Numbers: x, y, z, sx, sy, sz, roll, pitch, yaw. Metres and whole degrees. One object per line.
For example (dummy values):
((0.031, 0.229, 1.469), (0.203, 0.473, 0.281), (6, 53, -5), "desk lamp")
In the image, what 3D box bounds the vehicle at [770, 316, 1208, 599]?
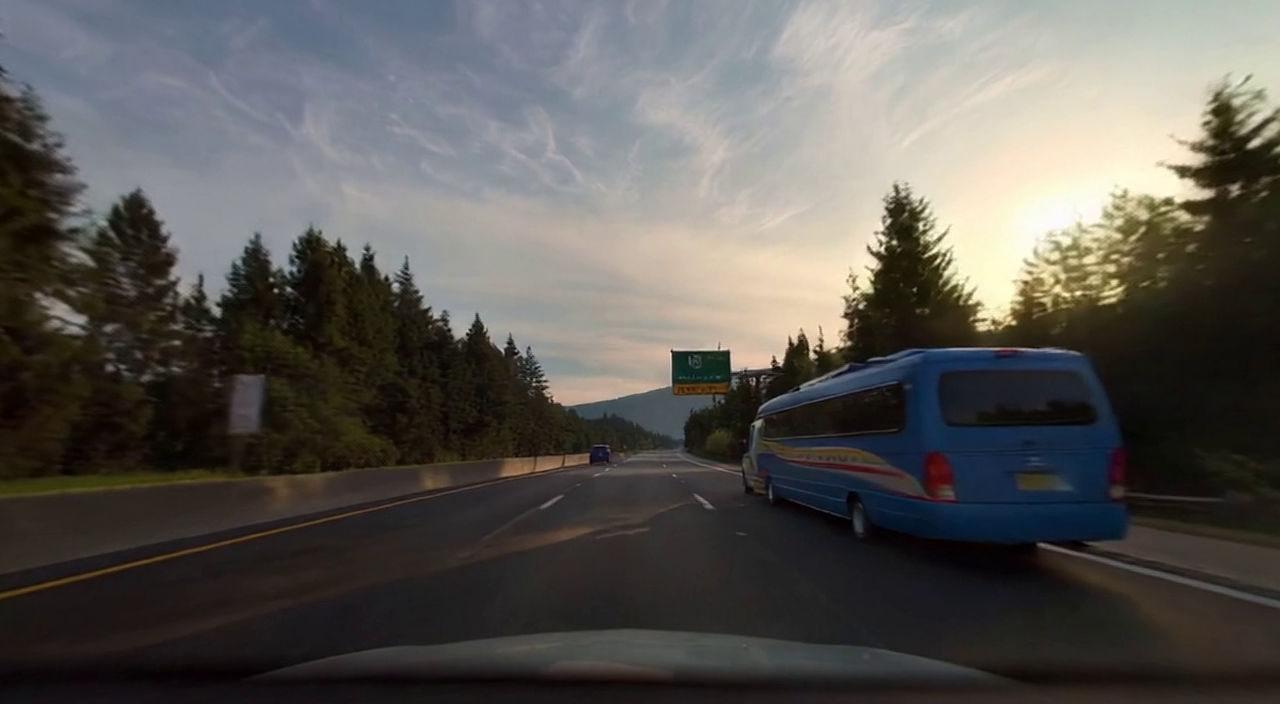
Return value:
((3.916, 1.456, 9.186), (2.614, 2.655, 6.429), (0, -9, 0), "vehicle")

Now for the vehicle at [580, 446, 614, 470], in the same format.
((-3.056, 7.624, 45.642), (2.020, 1.619, 4.690), (0, -9, 1), "vehicle")
